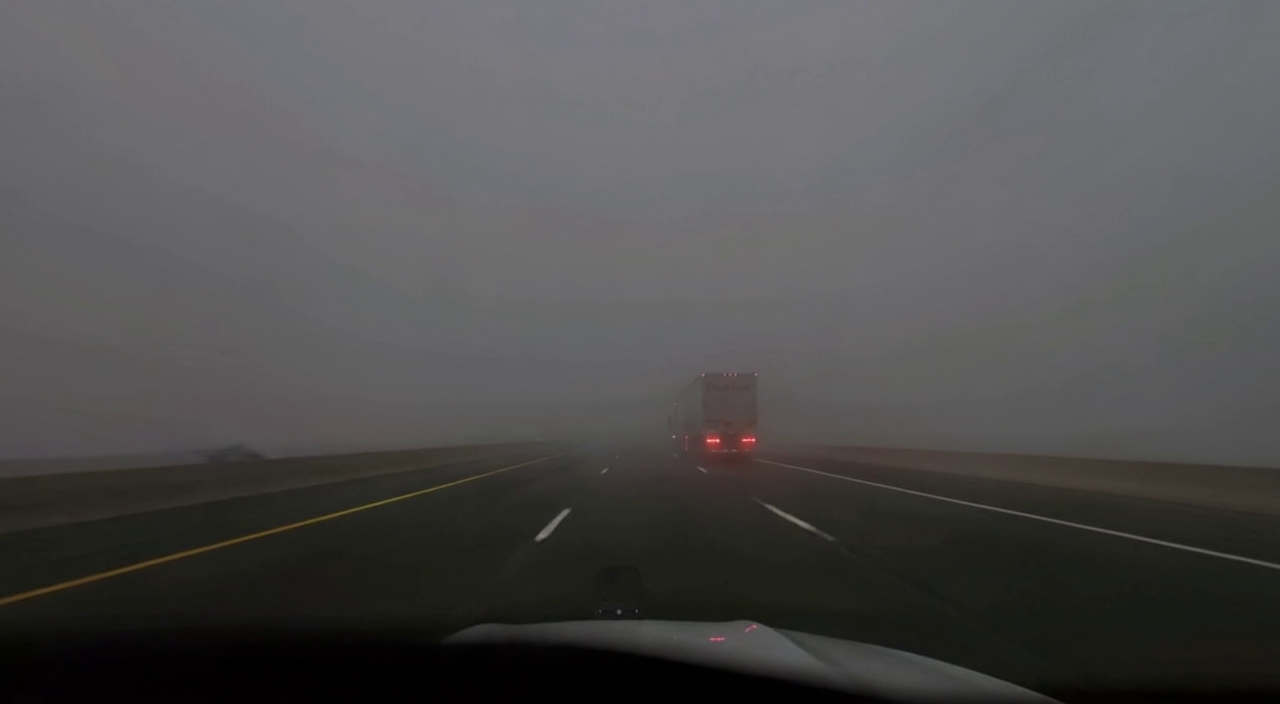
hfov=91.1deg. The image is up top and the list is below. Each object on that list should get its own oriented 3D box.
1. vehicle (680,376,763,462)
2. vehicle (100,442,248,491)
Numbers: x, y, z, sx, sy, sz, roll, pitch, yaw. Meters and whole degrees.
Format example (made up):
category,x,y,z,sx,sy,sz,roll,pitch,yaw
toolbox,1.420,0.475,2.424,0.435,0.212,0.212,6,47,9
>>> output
category,x,y,z,sx,sy,sz,roll,pitch,yaw
vehicle,4.251,4.092,36.491,2.920,4.029,13.900,0,-8,0
vehicle,-15.757,3.846,21.588,1.823,1.465,4.245,0,-8,0
